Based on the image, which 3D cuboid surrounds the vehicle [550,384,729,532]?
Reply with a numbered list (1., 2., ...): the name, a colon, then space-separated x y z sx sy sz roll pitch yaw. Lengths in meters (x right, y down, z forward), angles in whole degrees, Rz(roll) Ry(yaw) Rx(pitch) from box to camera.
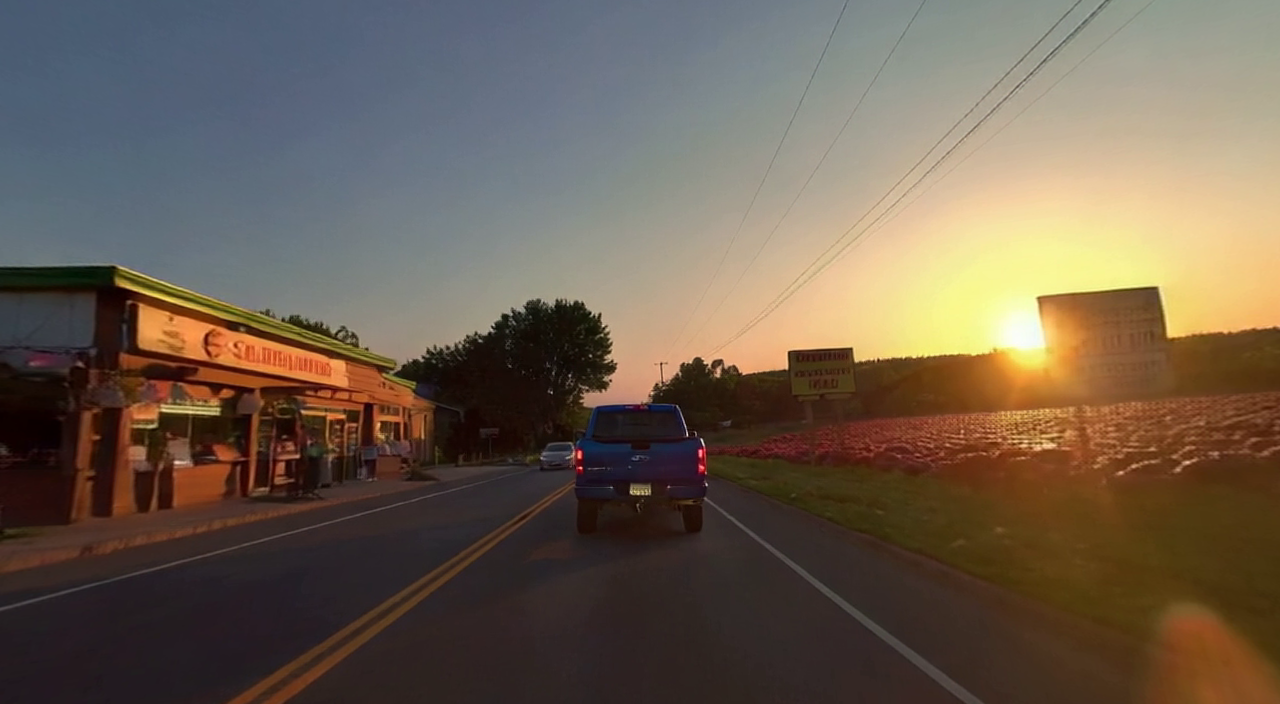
1. vehicle: -0.094 2.024 12.550 2.693 2.223 5.885 0 -8 -2
